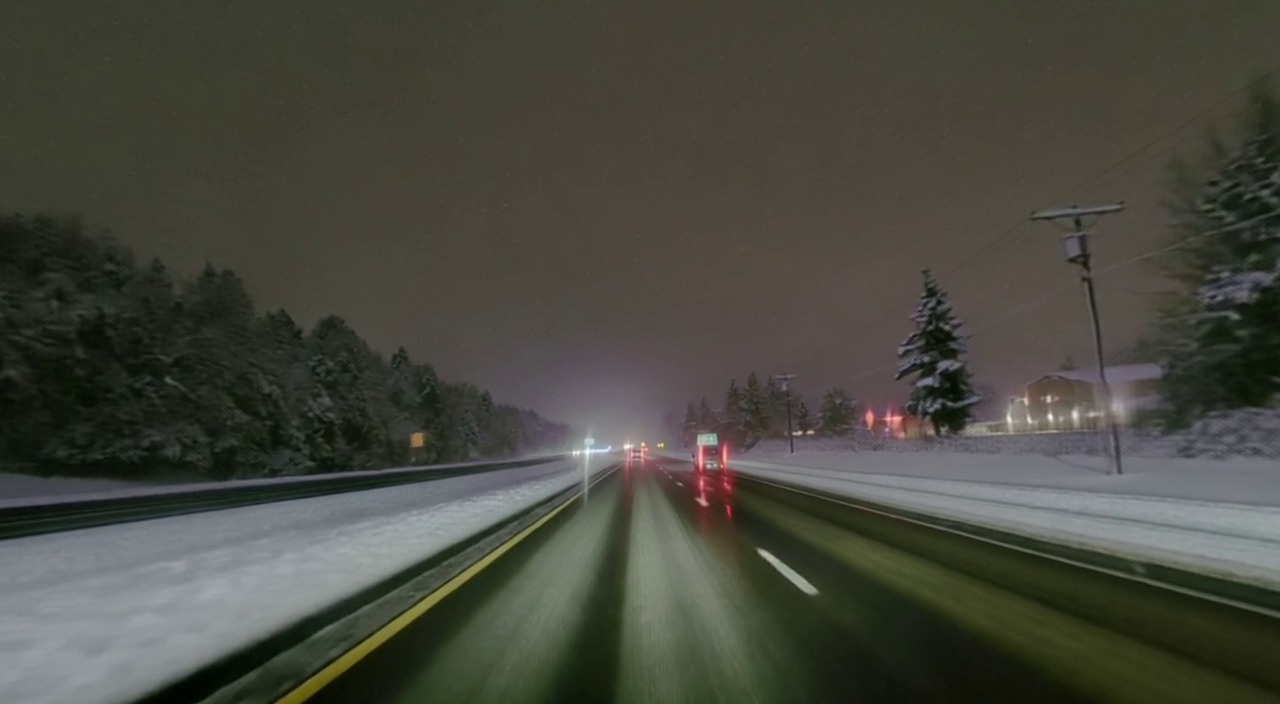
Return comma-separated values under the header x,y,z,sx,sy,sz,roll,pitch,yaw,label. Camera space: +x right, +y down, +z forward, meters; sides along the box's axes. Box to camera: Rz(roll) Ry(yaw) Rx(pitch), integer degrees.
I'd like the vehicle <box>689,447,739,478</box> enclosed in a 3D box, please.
x,y,z,sx,sy,sz,roll,pitch,yaw,label
3.922,5.919,33.906,2.115,1.522,4.330,0,-9,-1,vehicle
